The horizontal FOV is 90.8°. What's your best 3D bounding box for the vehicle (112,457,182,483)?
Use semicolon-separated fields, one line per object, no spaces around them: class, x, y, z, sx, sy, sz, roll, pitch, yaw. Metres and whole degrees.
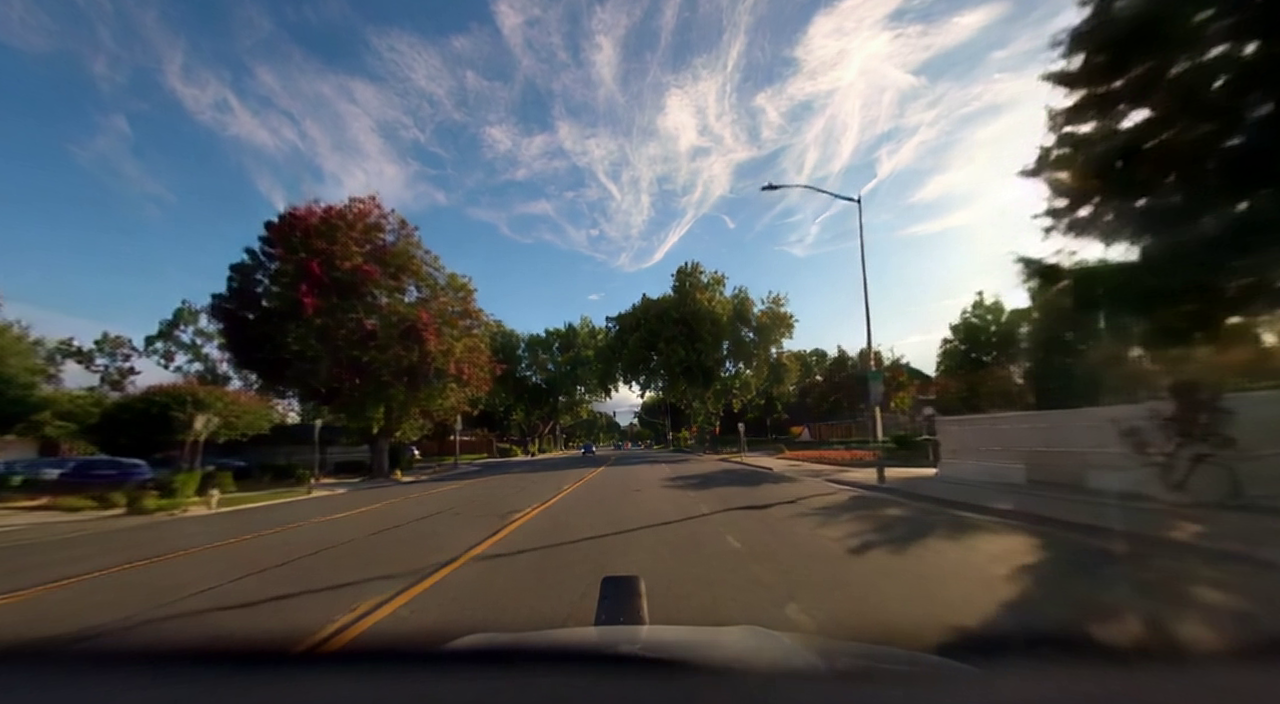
vehicle;-28.031;6.687;35.887;3.738;1.379;1.627;-5;-10;28

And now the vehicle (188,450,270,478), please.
vehicle;-23.681;6.408;36.331;4.791;1.421;1.985;-4;-10;31

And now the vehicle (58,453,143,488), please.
vehicle;-28.254;6.138;33.067;4.425;1.570;1.959;-4;-9;31
